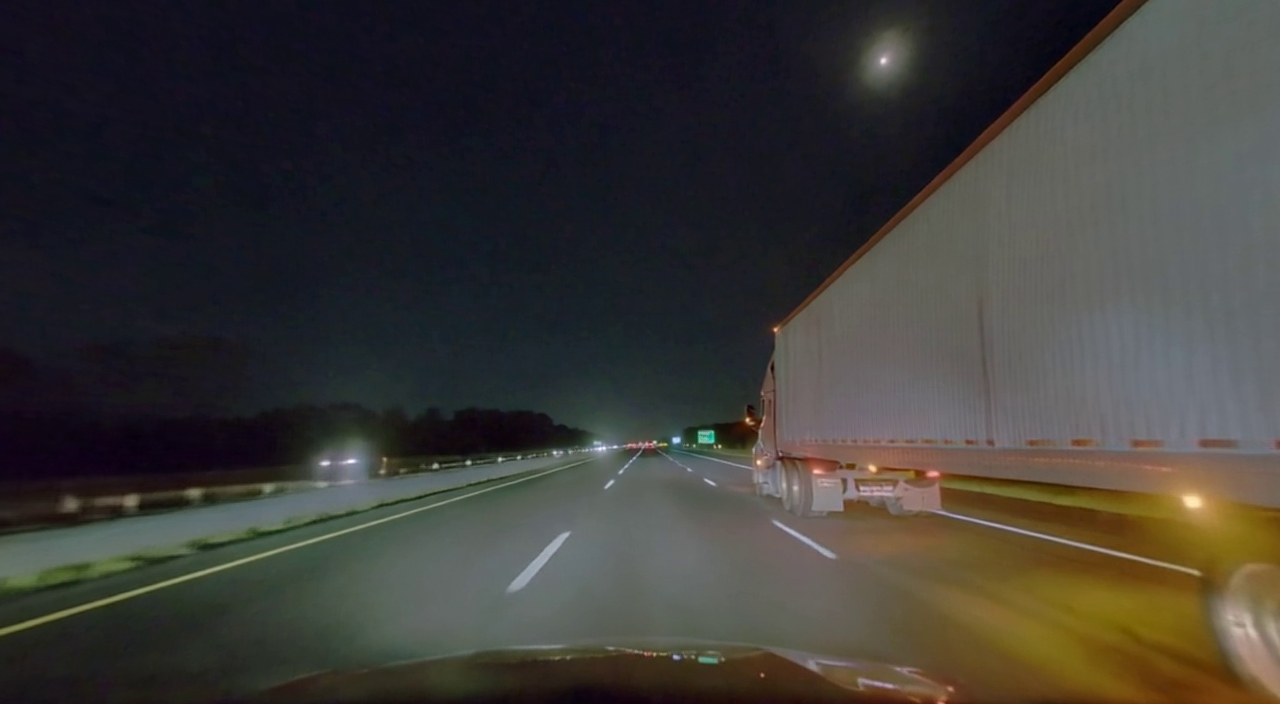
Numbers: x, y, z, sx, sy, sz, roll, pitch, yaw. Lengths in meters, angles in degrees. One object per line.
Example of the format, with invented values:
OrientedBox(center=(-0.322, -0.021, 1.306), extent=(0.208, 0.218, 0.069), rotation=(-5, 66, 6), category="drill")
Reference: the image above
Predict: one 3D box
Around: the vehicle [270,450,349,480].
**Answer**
OrientedBox(center=(-18.387, 6.304, 35.301), extent=(1.874, 1.508, 4.589), rotation=(0, -8, 1), category="vehicle")
